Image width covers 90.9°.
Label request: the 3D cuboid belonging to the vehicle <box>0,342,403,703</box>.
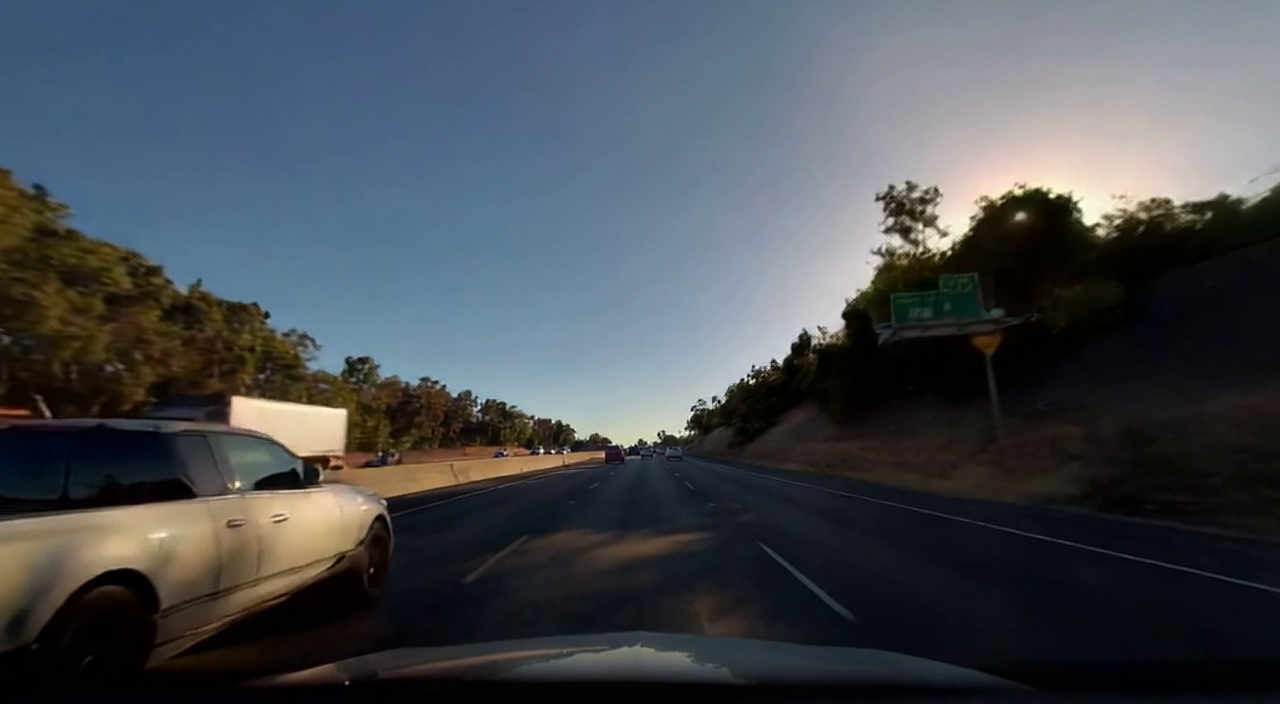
[{"bbox_3d":[-3.298,1.064,3.785,2.043,1.689,4.314,0,-9,0],"label":"vehicle"}]
